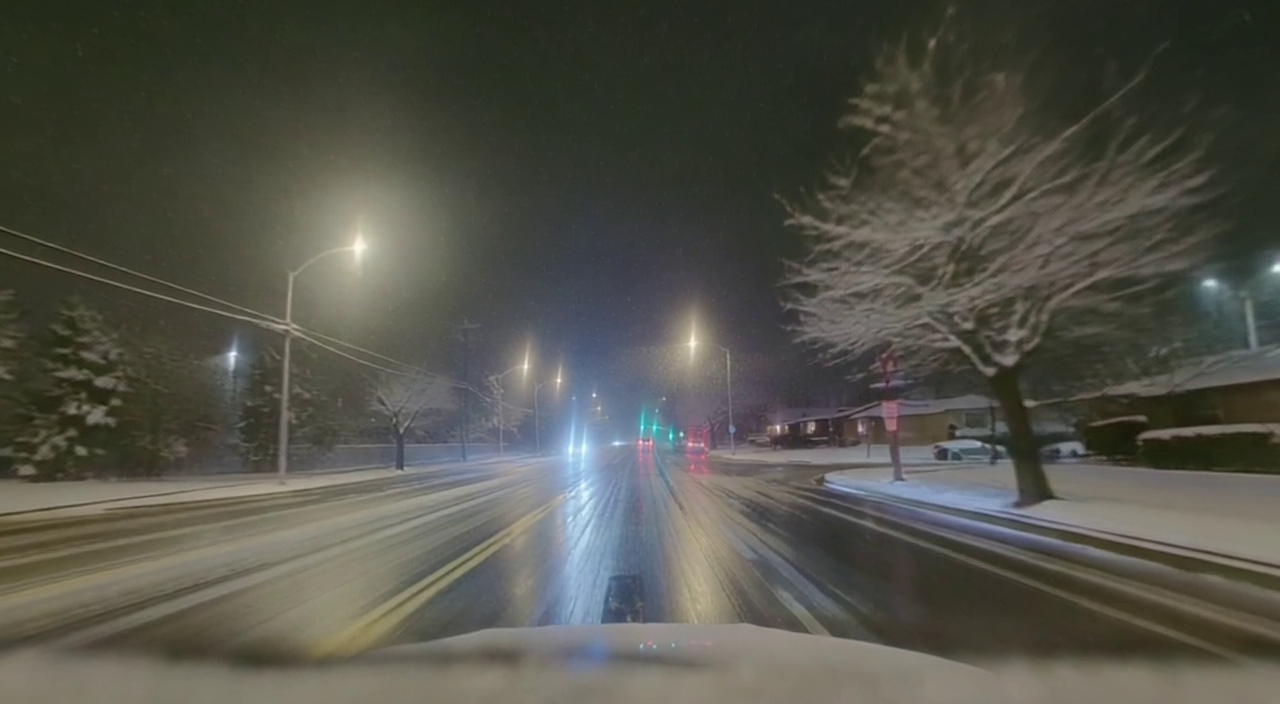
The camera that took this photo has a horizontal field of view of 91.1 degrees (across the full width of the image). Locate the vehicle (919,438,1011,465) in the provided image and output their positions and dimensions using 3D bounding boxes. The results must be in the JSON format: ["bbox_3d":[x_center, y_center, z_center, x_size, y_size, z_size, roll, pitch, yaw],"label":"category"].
[{"bbox_3d":[20.936,6.393,40.496,4.849,1.470,2.041,-1,-7,-7],"label":"vehicle"}]

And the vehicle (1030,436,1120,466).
[{"bbox_3d":[28.736,6.543,41.550,4.686,1.536,2.037,6,-9,-5],"label":"vehicle"}]
